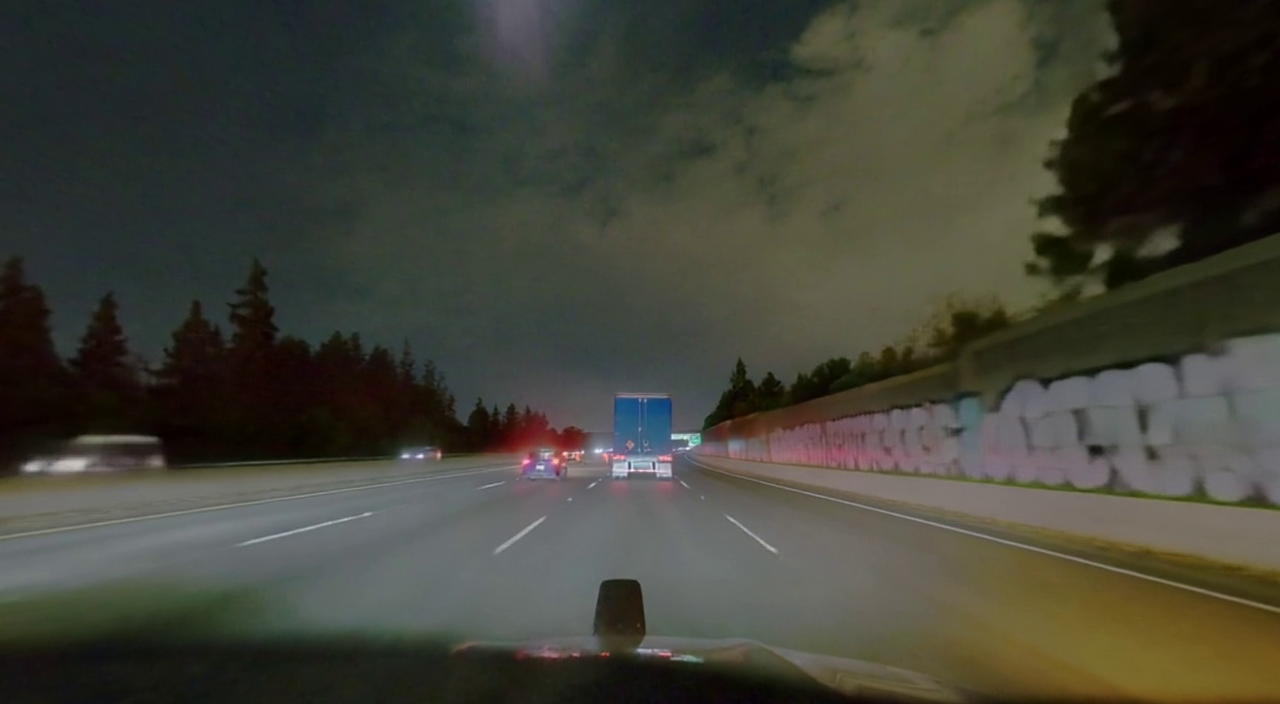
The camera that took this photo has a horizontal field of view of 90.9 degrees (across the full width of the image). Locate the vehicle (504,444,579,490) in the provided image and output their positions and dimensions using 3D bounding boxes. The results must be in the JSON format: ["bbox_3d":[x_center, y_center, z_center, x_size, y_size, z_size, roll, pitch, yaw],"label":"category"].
[{"bbox_3d":[-3.468,4.131,22.923,2.020,1.505,4.171,0,-9,0],"label":"vehicle"}]

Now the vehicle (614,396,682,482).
[{"bbox_3d":[0.249,4.509,31.993,2.915,3.661,9.741,0,-9,-1],"label":"vehicle"}]
